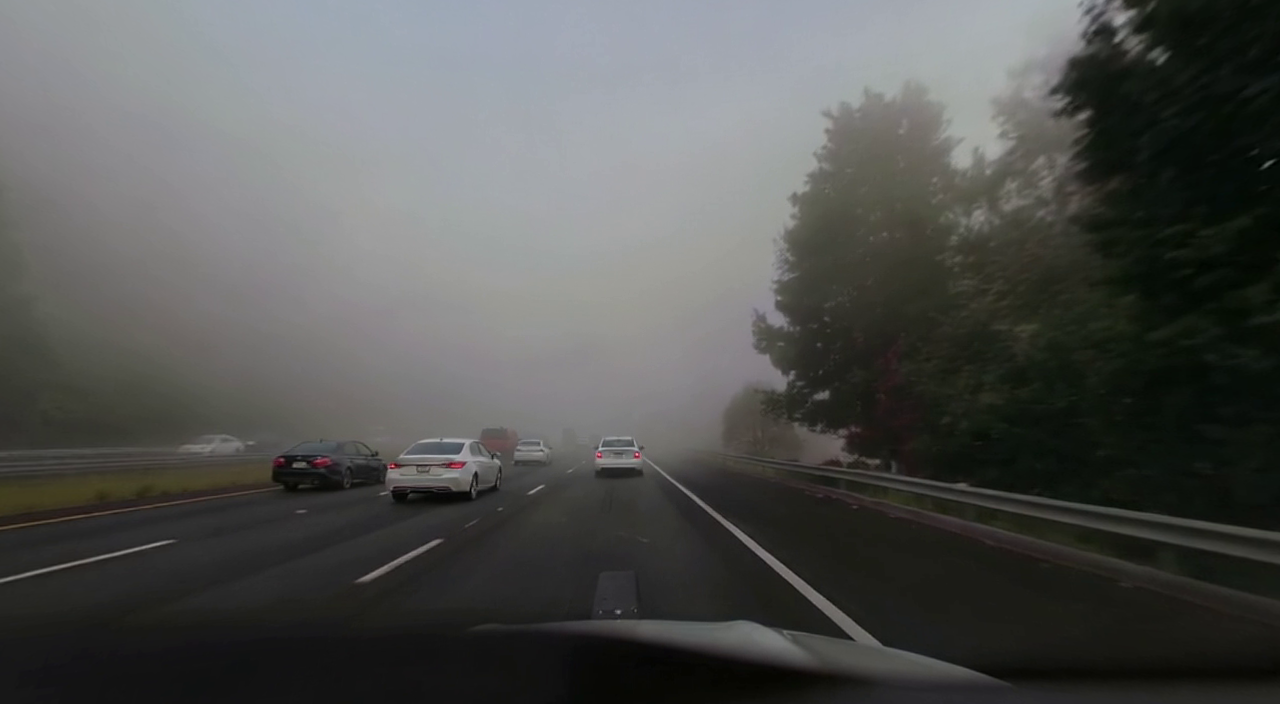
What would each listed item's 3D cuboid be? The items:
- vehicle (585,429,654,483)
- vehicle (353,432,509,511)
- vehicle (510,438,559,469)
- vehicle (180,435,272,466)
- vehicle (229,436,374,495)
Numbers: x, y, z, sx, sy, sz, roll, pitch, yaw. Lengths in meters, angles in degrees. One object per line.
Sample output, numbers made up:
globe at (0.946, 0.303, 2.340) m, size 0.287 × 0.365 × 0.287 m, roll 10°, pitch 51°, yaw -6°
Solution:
vehicle at (-0.694, 3.527, 21.761) m, size 2.178 × 1.658 × 3.916 m, roll 0°, pitch -8°, yaw -1°
vehicle at (-4.372, 2.532, 14.012) m, size 1.971 × 1.464 × 4.386 m, roll 0°, pitch -8°, yaw 0°
vehicle at (-5.241, 5.084, 31.723) m, size 1.835 × 1.432 × 3.835 m, roll 0°, pitch -8°, yaw 0°
vehicle at (-21.642, 5.123, 33.088) m, size 1.834 × 1.469 × 4.535 m, roll 0°, pitch -8°, yaw -1°
vehicle at (-9.250, 3.096, 17.606) m, size 1.850 × 1.439 × 3.932 m, roll 0°, pitch -8°, yaw 0°
